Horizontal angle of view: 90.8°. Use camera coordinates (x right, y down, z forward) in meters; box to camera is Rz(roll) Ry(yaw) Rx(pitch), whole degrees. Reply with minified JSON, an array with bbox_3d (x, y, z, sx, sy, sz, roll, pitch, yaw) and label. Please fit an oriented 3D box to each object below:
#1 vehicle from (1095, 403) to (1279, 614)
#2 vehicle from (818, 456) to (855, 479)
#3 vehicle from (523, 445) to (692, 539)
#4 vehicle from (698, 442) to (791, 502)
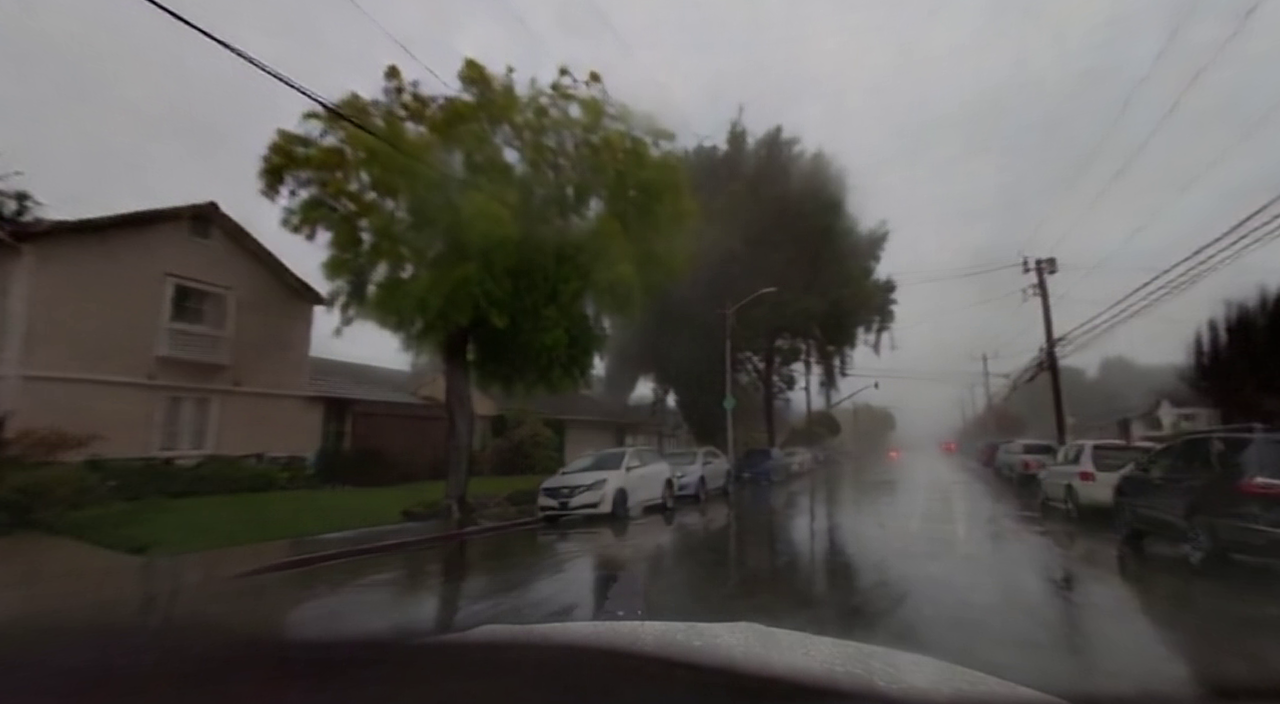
[{"bbox_3d":[7.250,1.766,7.374,2.055,1.763,5.134,2,-9,23],"label":"vehicle"},{"bbox_3d":[13.781,8.027,44.122,1.958,1.359,4.357,-4,-9,23],"label":"vehicle"},{"bbox_3d":[-0.511,2.947,14.102,1.909,1.675,4.442,-4,-9,24],"label":"vehicle"},{"bbox_3d":[3.912,4.245,23.014,2.034,1.923,4.713,-4,-9,26],"label":"vehicle"}]
